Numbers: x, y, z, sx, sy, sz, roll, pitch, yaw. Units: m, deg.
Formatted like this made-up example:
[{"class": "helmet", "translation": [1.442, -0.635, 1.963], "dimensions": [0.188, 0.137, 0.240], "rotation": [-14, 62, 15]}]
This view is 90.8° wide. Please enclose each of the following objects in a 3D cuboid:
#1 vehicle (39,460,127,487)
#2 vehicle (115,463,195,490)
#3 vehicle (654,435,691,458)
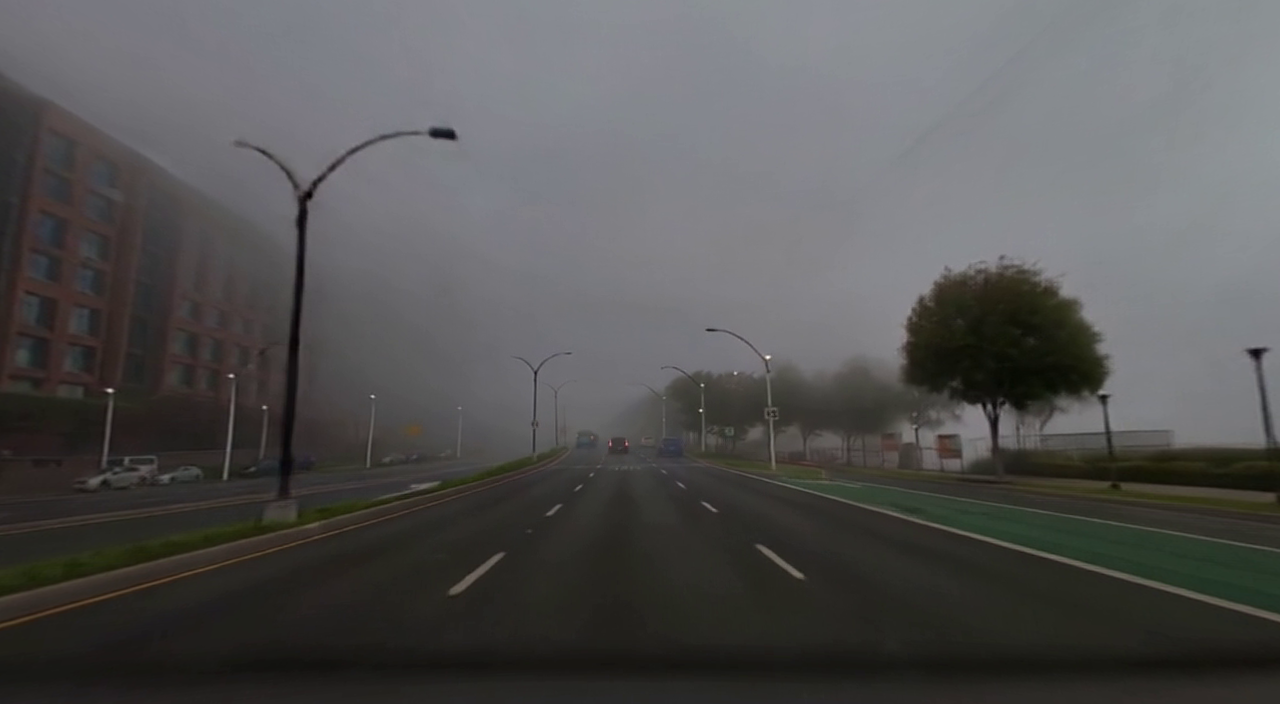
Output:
[{"class": "vehicle", "translation": [-35.197, 7.649, 40.048], "dimensions": [3.762, 1.498, 1.983], "rotation": [4, -10, -29]}, {"class": "vehicle", "translation": [-29.965, 7.713, 39.207], "dimensions": [1.732, 1.427, 4.059], "rotation": [-1, -8, 0]}, {"class": "vehicle", "translation": [2.189, 6.512, 43.566], "dimensions": [2.090, 1.506, 4.382], "rotation": [0, -8, -3]}]
